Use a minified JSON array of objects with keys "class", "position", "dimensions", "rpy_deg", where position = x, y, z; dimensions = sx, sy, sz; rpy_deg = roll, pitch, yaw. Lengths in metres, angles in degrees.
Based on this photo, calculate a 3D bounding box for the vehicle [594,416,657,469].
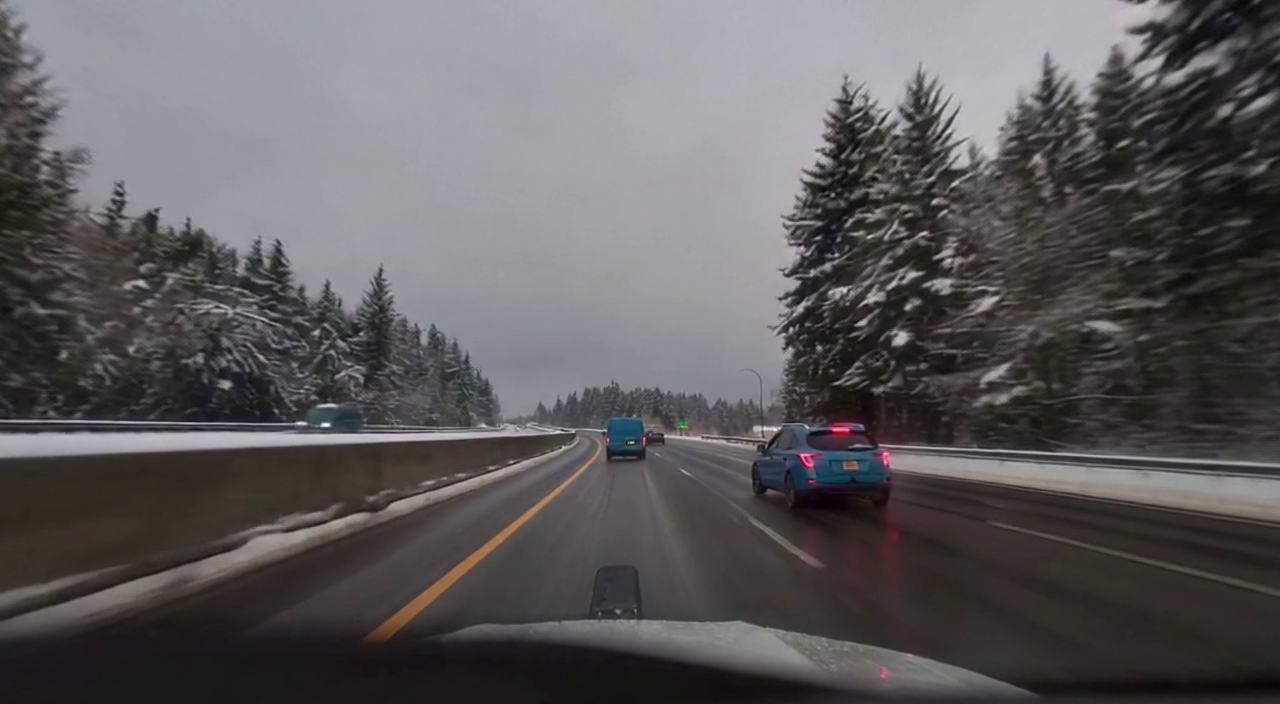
[{"class":"vehicle","position":[-0.602,3.775,26.360],"dimensions":[2.403,1.994,4.683],"rpy_deg":[0,-8,-1]}]

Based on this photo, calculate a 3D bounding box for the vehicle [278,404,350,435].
[{"class":"vehicle","position":[-22.831,4.831,44.474],"dimensions":[2.272,1.959,5.410],"rpy_deg":[0,-8,-2]}]

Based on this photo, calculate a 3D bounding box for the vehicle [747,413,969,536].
[{"class":"vehicle","position":[3.243,1.899,10.407],"dimensions":[2.078,1.600,4.012],"rpy_deg":[0,-8,-2]}]
